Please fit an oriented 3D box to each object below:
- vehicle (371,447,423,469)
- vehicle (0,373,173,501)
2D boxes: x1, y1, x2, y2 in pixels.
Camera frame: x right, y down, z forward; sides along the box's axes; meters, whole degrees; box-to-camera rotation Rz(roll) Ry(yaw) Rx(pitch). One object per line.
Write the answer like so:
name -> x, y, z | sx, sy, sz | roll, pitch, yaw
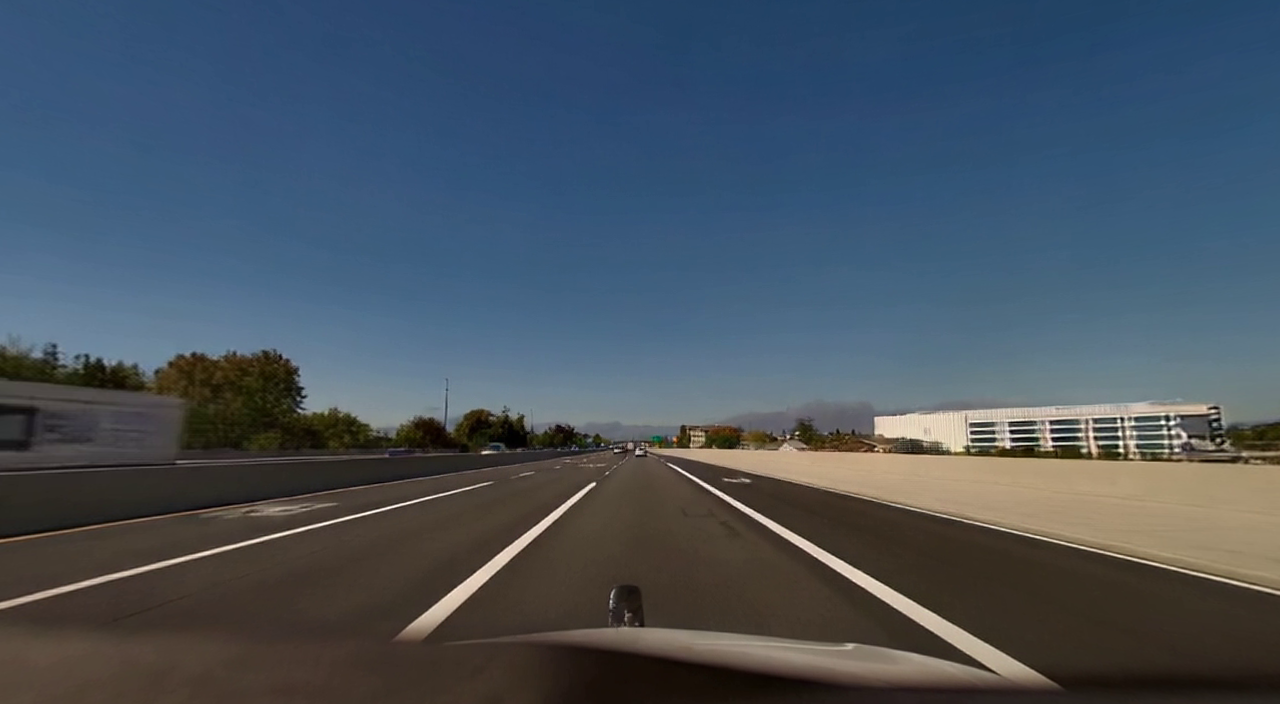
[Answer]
vehicle -> -18.593, 8.093, 48.472 | 2.163, 1.564, 4.548 | 0, -9, 0
vehicle -> -22.612, 2.817, 20.827 | 3.417, 4.120, 14.262 | 0, -9, 0
